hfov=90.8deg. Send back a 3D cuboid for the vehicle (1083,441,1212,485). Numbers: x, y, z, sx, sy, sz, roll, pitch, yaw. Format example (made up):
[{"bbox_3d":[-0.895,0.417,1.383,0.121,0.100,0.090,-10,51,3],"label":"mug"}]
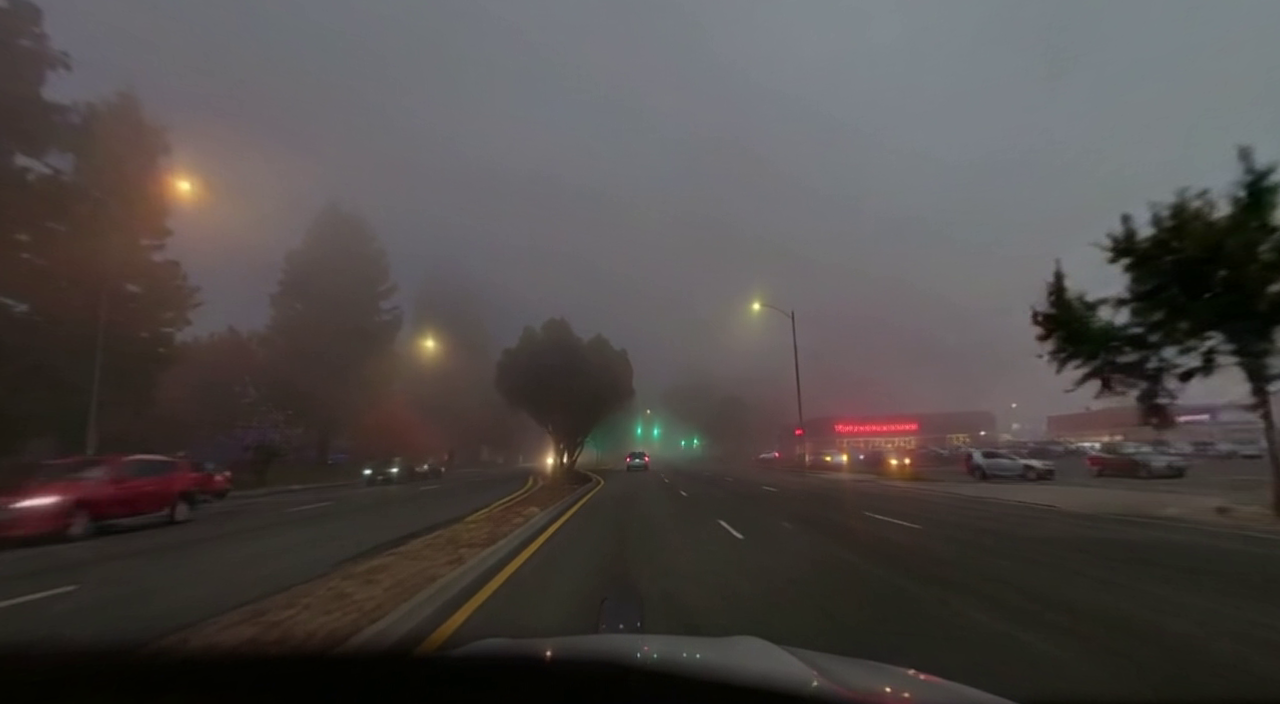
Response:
[{"bbox_3d":[19.518,4.229,24.285,4.333,1.532,2.037,4,-10,-25],"label":"vehicle"}]

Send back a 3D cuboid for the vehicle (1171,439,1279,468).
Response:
[{"bbox_3d":[32.110,5.570,34.770,4.036,1.512,1.856,0,-9,1],"label":"vehicle"}]

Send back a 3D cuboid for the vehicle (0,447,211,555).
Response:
[{"bbox_3d":[-11.374,2.864,12.955,2.004,1.787,4.384,0,-9,0],"label":"vehicle"}]

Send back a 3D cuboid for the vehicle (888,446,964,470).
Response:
[{"bbox_3d":[19.406,7.155,42.900,4.731,1.535,2.079,4,-10,-26],"label":"vehicle"}]

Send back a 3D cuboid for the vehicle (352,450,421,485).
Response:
[{"bbox_3d":[-14.544,6.605,36.515,2.046,1.900,4.689,0,-9,0],"label":"vehicle"}]
